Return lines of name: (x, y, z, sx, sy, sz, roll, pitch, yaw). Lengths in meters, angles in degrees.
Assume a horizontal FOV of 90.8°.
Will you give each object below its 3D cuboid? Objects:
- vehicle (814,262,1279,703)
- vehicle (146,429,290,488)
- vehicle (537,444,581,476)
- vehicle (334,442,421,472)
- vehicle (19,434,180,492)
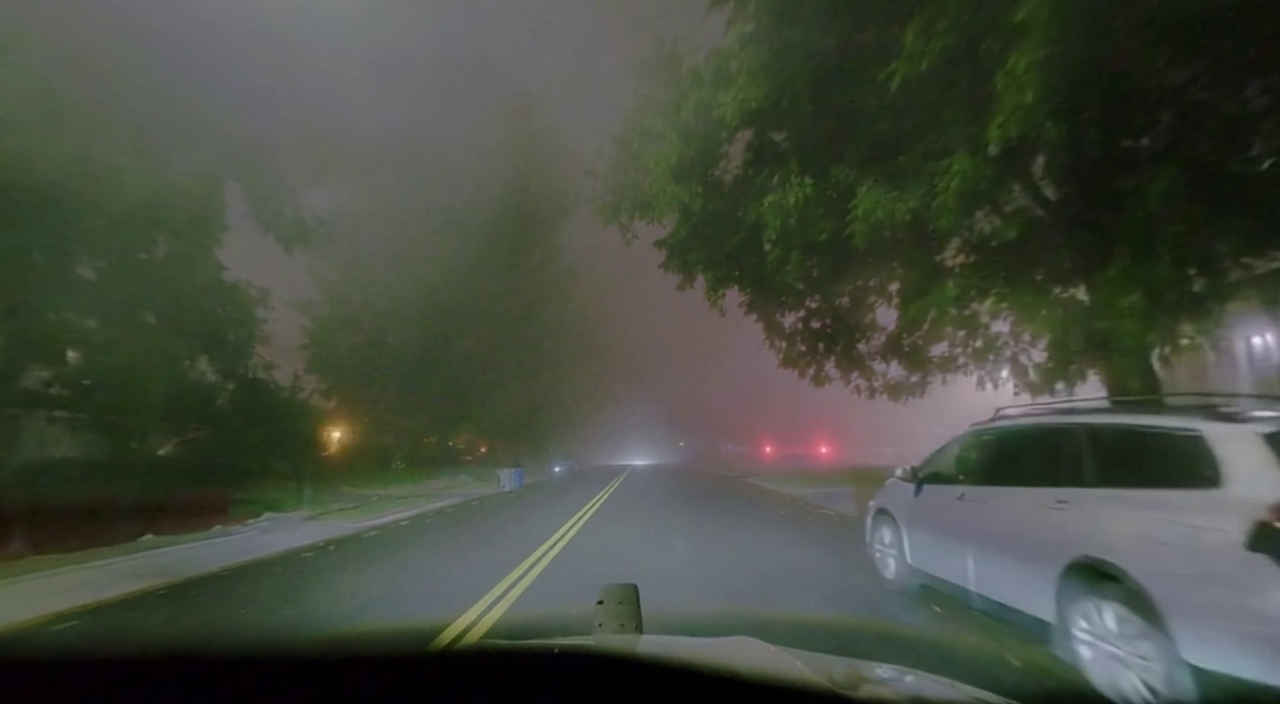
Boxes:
vehicle: (2.894, 0.978, 3.920, 2.150, 1.811, 5.461, -1, -8, 1)
vehicle: (-14.117, 3.540, 21.114, 4.537, 1.751, 2.051, -6, -10, 29)
vehicle: (-5.099, 6.938, 40.234, 1.924, 1.765, 4.542, -4, -11, 2)
vehicle: (-14.181, 5.665, 34.028, 4.668, 1.491, 1.941, -6, -10, 32)
vehicle: (-16.324, 3.305, 19.047, 4.526, 1.539, 2.120, -6, -10, 29)
